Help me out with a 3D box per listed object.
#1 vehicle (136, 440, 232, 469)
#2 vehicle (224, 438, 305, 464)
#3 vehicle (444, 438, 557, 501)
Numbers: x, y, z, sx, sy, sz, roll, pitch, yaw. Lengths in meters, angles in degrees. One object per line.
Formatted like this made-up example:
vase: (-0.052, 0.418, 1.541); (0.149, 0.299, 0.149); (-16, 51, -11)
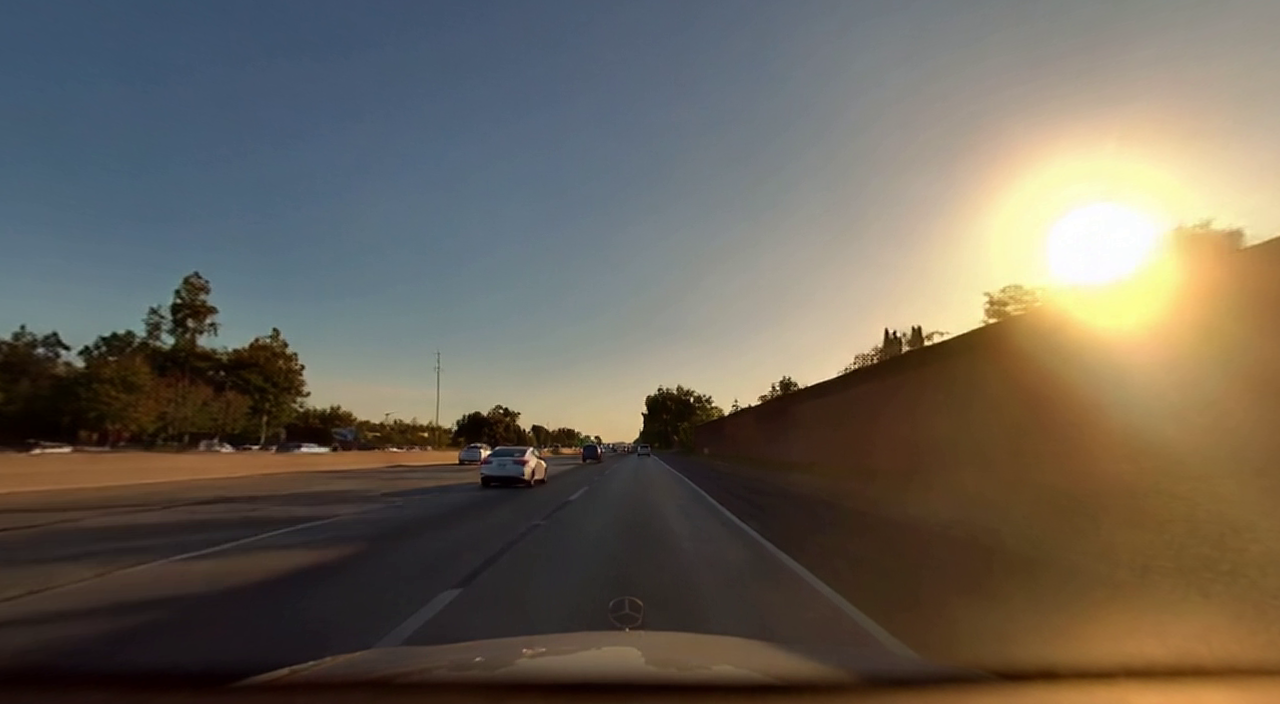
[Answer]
vehicle: (-24.522, 5.505, 33.983); (1.812, 1.484, 4.465); (0, -8, 0)
vehicle: (-28.332, 7.485, 47.725); (2.193, 1.808, 6.391); (0, -8, 1)
vehicle: (-3.651, 3.153, 17.413); (1.945, 1.484, 4.803); (0, -8, 1)
